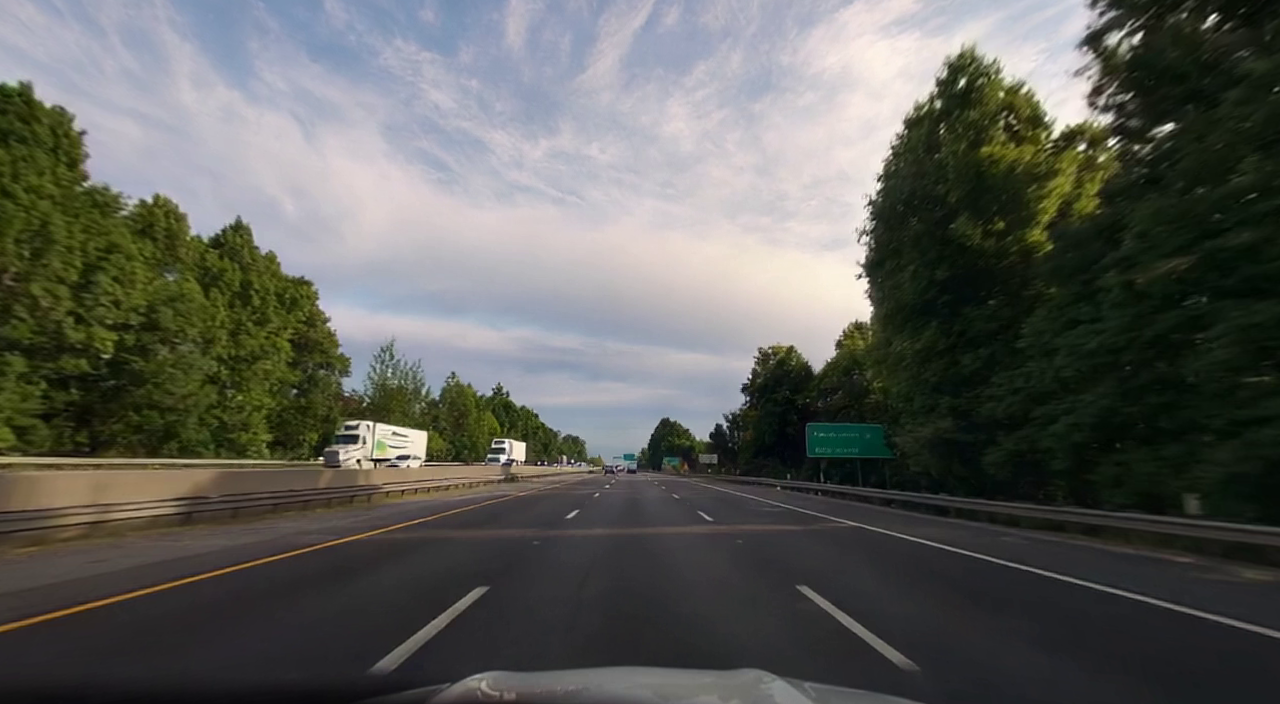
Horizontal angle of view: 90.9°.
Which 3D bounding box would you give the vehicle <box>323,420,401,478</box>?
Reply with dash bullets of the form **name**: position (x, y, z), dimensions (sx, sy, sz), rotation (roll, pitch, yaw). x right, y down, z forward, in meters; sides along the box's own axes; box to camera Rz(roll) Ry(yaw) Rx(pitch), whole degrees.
- **vehicle**: position (-20.114, 7.161, 45.974), dimensions (2.969, 3.859, 5.793), rotation (1, -10, -1)
